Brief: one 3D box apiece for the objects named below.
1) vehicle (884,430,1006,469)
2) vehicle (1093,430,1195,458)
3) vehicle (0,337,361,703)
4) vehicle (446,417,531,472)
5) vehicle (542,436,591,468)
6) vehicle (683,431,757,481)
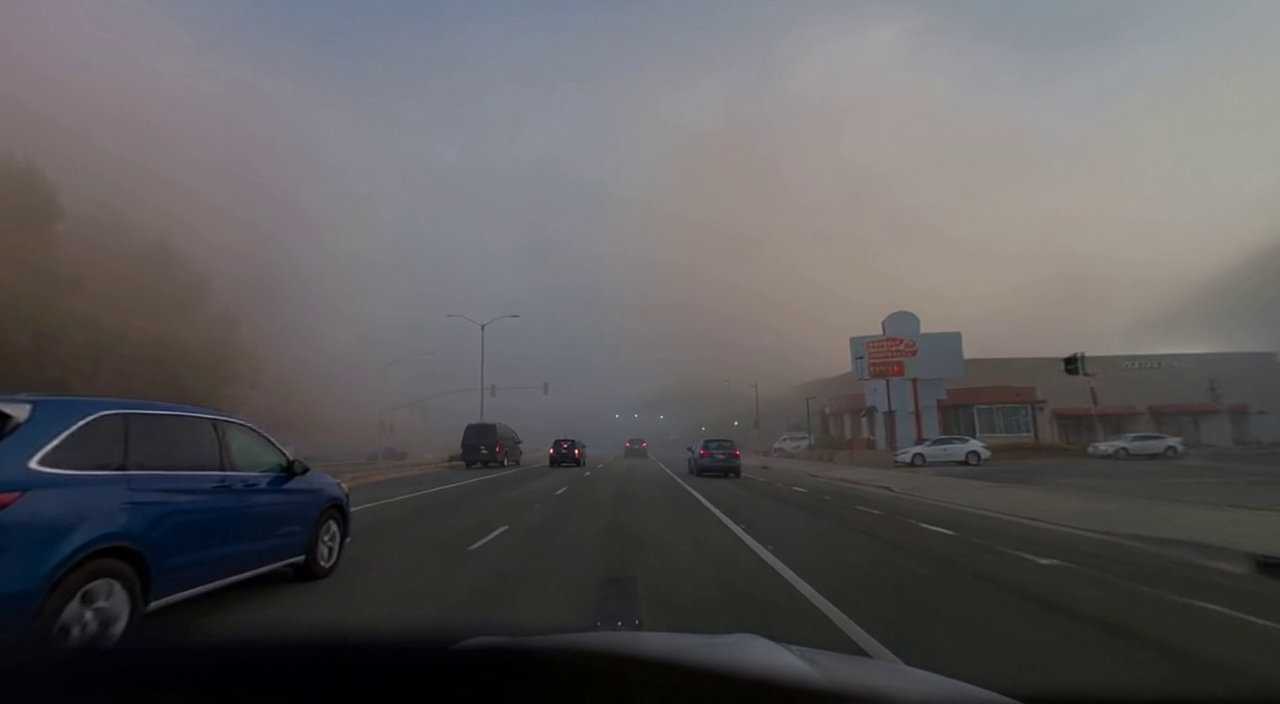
[{"bbox_3d":[14.422,4.635,30.007,4.626,1.562,2.159,-2,-8,-2],"label":"vehicle"},{"bbox_3d":[27.757,5.104,34.874,1.768,1.460,4.677,0,-9,0],"label":"vehicle"},{"bbox_3d":[-3.884,1.035,4.252,2.038,1.748,4.303,0,-9,-1],"label":"vehicle"},{"bbox_3d":[-7.645,4.811,32.727,2.863,2.592,6.410,0,-8,-1],"label":"vehicle"},{"bbox_3d":[-4.037,5.612,35.506,2.133,1.677,4.727,0,-8,1],"label":"vehicle"},{"bbox_3d":[3.100,4.164,25.494,2.167,1.792,4.835,0,-9,-2],"label":"vehicle"}]
